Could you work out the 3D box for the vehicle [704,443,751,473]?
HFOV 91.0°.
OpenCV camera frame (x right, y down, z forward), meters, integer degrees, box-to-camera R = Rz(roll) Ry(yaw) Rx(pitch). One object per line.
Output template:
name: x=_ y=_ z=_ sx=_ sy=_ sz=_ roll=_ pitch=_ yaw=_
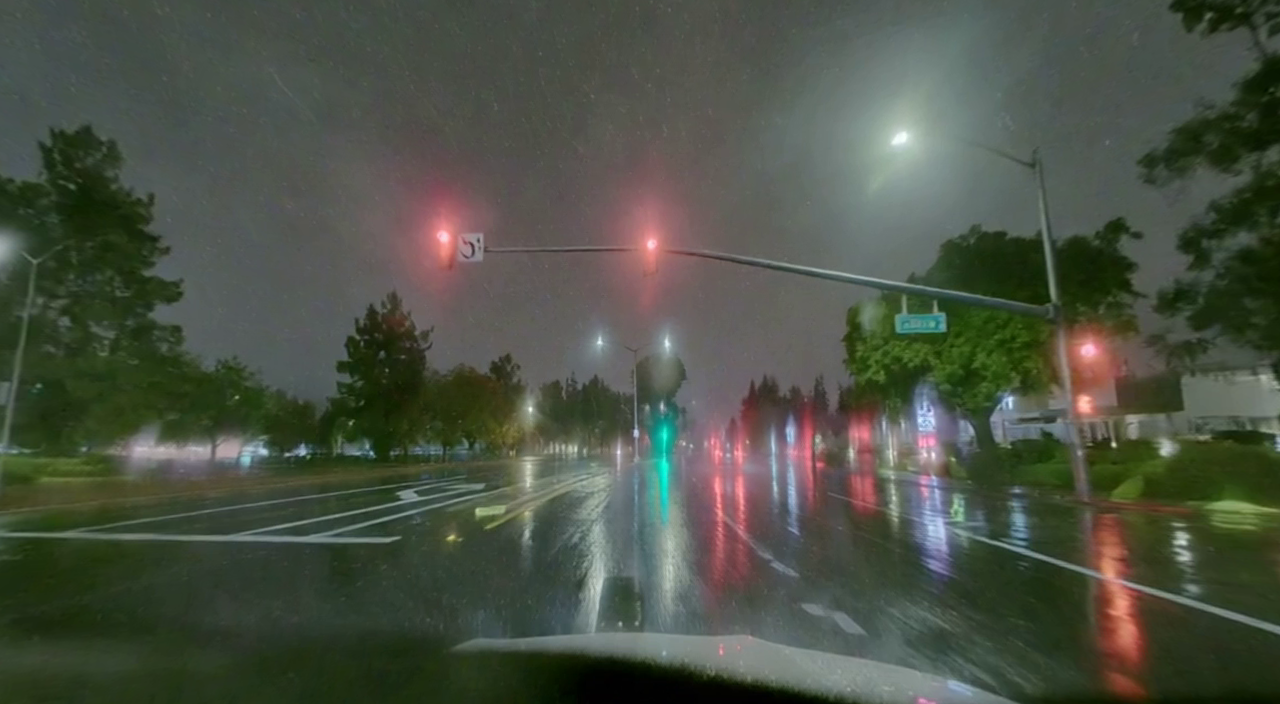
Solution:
vehicle: x=4.666 y=5.748 z=34.307 sx=2.015 sy=1.479 sz=4.444 roll=0 pitch=-9 yaw=1
